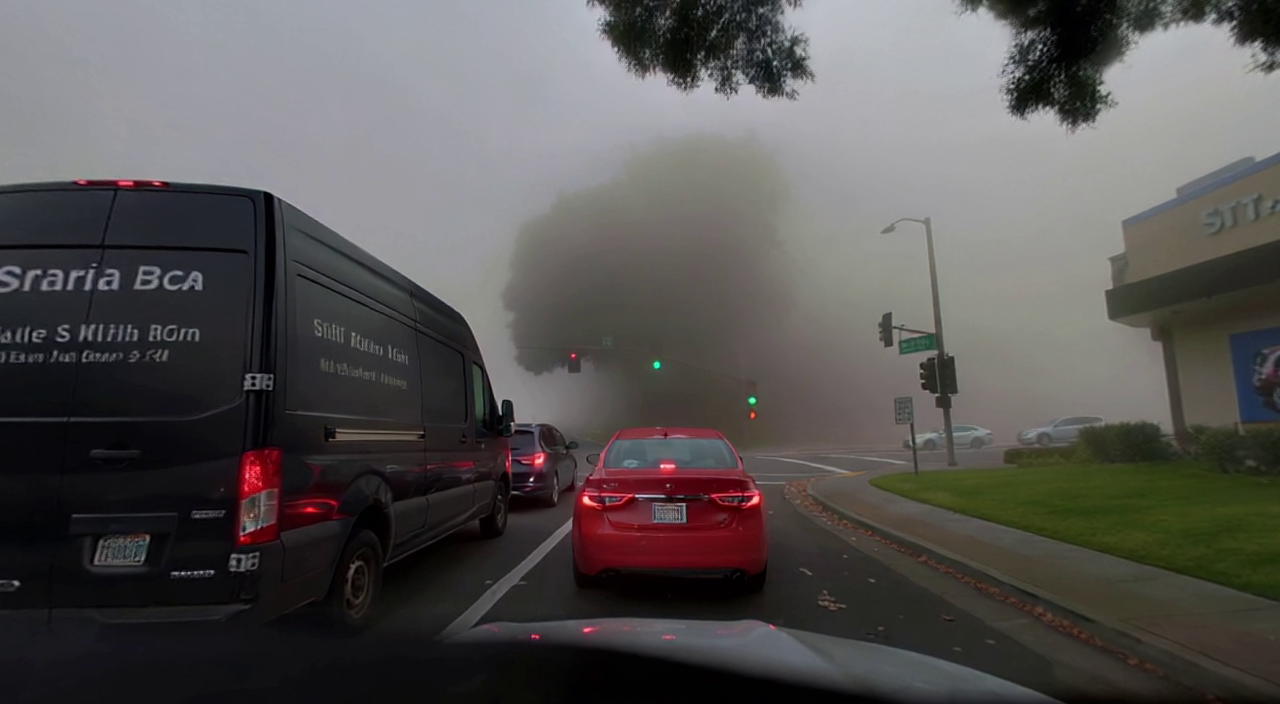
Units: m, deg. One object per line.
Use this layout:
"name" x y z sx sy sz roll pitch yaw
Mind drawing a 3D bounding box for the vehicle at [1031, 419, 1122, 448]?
"vehicle" 31.993 6.037 46.191 5.084 2.041 2.360 2 -9 -9

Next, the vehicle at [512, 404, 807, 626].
"vehicle" 0.300 1.636 7.345 2.398 1.773 4.254 -1 -8 4

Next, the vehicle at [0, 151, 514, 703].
"vehicle" -3.089 0.875 5.869 2.555 3.035 5.702 0 -8 1

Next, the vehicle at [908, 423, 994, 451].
"vehicle" 21.944 6.044 44.542 5.021 1.848 2.210 1 -9 -9
